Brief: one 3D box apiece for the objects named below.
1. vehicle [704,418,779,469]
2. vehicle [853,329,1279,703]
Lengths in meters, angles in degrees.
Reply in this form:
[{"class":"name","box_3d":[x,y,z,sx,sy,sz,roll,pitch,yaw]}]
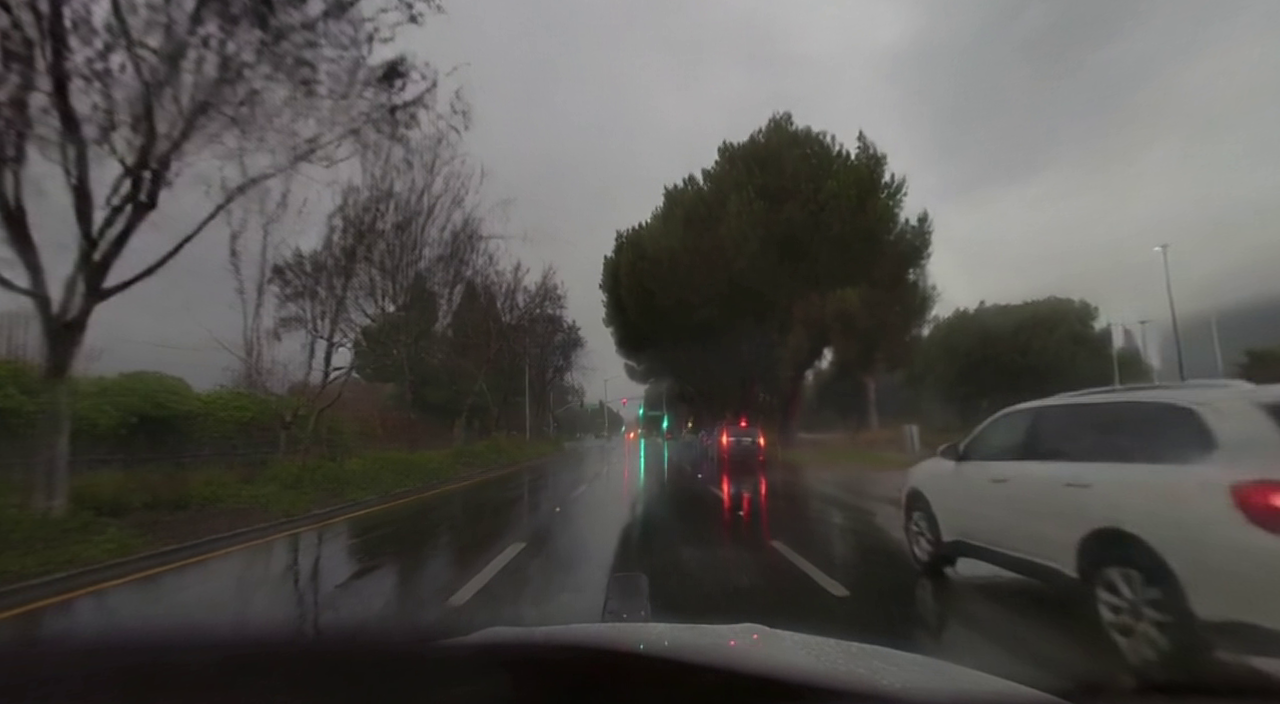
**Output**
[{"class":"vehicle","box_3d":[4.060,3.743,26.030,2.226,1.889,4.543,0,-8,-1]},{"class":"vehicle","box_3d":[3.726,1.080,4.945,2.250,1.720,5.033,0,-8,-1]}]
